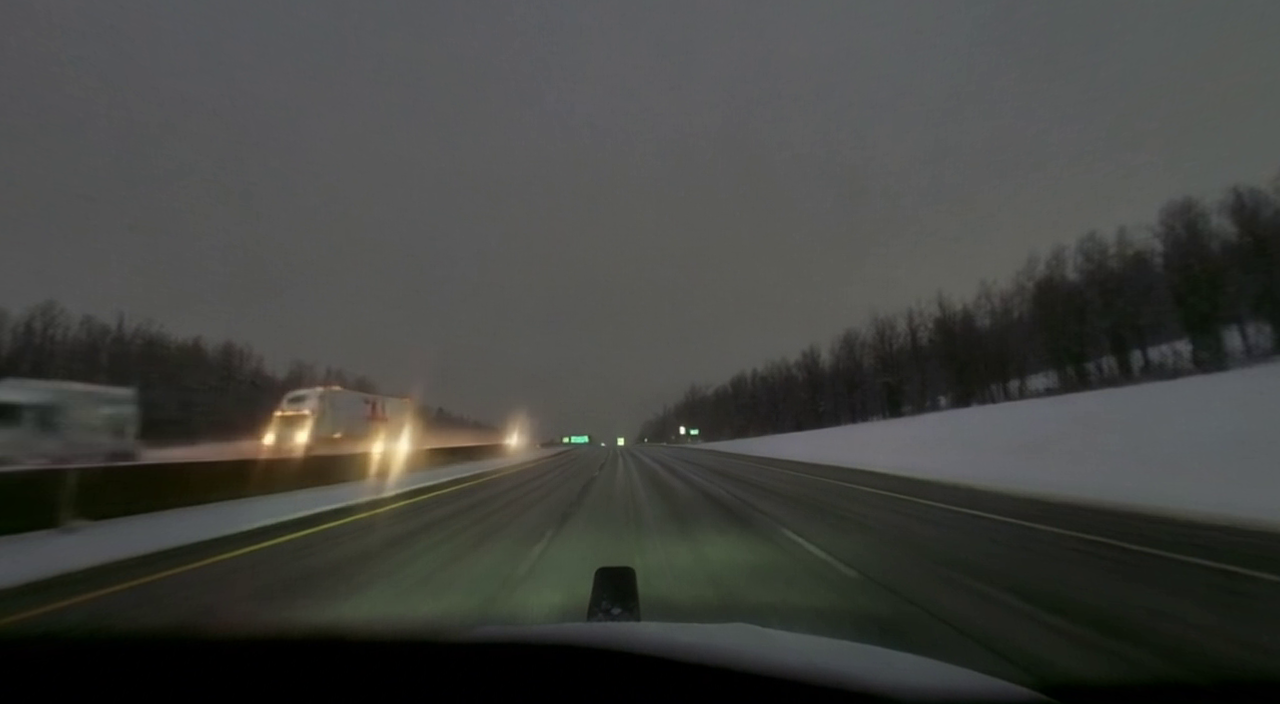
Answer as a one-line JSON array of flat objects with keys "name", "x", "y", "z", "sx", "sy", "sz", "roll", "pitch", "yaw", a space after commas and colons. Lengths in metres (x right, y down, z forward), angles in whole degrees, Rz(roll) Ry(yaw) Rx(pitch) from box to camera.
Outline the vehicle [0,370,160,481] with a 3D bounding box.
[{"name": "vehicle", "x": -15.663, "y": 1.893, "z": 15.789, "sx": 2.463, "sy": 2.496, "sz": 5.992, "roll": 0, "pitch": -8, "yaw": -1}]

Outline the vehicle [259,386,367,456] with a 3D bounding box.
[{"name": "vehicle", "x": -20.081, "y": 4.403, "z": 39.190, "sx": 3.006, "sy": 3.966, "sz": 6.742, "roll": 0, "pitch": -8, "yaw": 0}]

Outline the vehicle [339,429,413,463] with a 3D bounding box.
[{"name": "vehicle", "x": -12.544, "y": 4.476, "z": 30.191, "sx": 1.802, "sy": 1.484, "sz": 4.315, "roll": 0, "pitch": -8, "yaw": -2}]
